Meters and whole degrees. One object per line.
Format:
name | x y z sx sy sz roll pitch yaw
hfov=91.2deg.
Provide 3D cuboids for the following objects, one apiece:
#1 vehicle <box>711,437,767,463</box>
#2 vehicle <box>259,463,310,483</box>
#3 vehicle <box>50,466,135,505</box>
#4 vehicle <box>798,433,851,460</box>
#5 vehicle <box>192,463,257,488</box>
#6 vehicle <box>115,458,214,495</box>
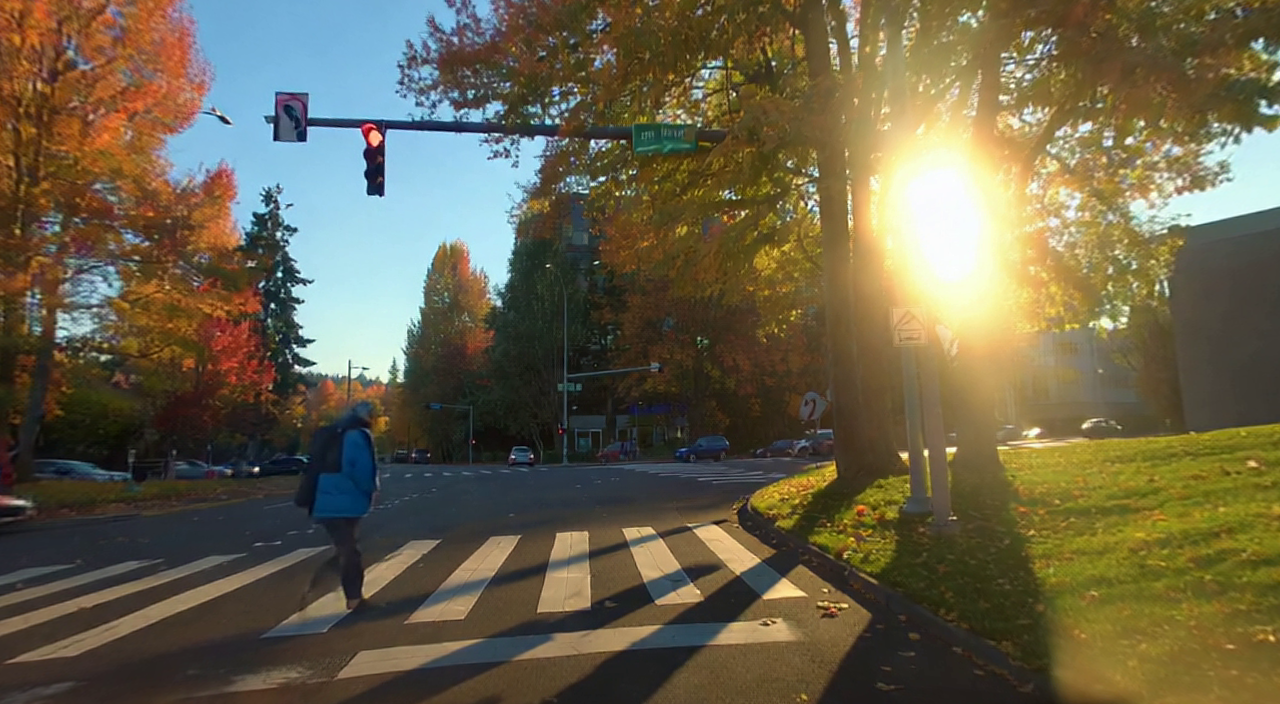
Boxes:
vehicle | 6.974 6.846 43.942 1.867 1.743 4.259 -8 -11 40
vehicle | -28.132 9.586 49.757 1.776 1.452 3.920 0 -9 0
vehicle | -25.420 6.160 29.254 1.694 1.528 4.225 3 -9 -23
vehicle | 13.419 6.826 45.371 2.036 1.849 4.811 -7 -11 36
vehicle | -28.541 8.478 43.184 1.768 1.465 3.972 0 -9 -1
vehicle | -27.827 7.272 36.912 2.064 1.913 5.081 0 -9 -4
